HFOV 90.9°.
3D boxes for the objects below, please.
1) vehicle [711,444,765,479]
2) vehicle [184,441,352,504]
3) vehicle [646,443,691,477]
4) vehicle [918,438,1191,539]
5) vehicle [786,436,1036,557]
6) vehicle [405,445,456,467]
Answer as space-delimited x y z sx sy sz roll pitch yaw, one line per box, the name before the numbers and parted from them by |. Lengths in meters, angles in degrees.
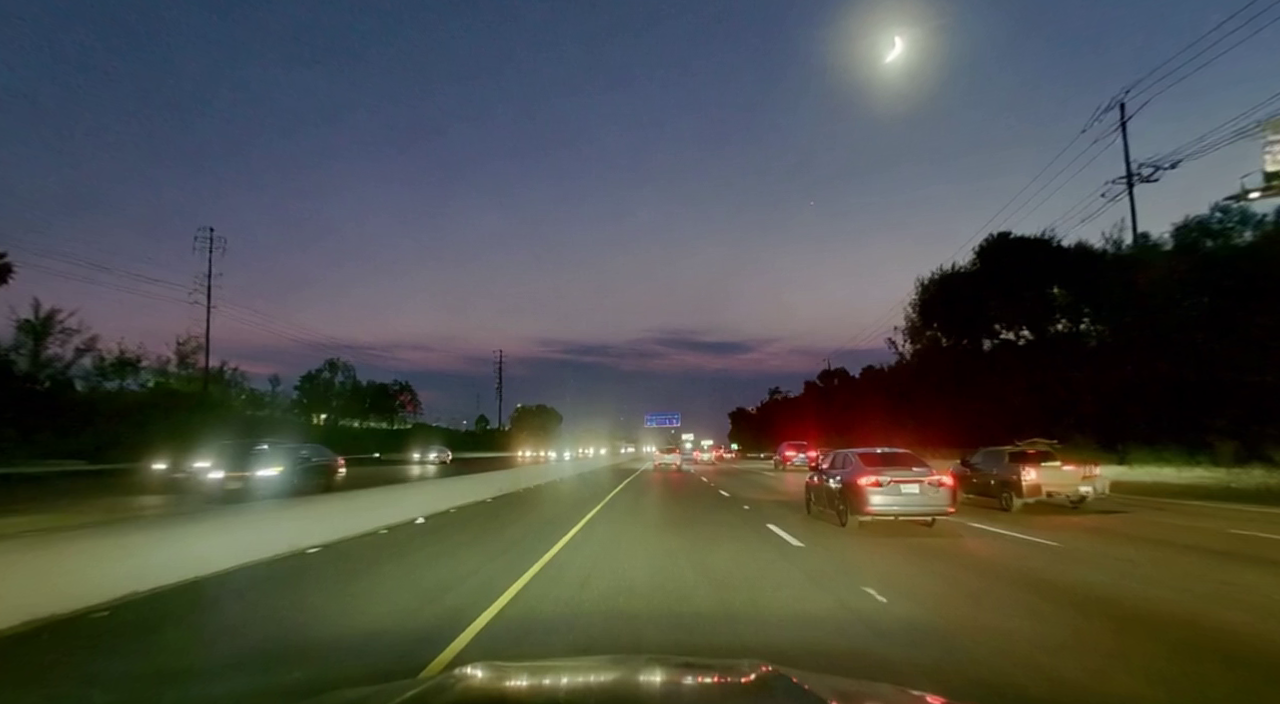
vehicle | 4.460 5.027 29.285 1.936 1.465 4.060 0 -8 2
vehicle | -10.017 3.241 17.452 1.906 1.508 4.232 0 -8 3
vehicle | 1.364 5.239 30.871 2.042 1.581 3.769 0 -8 2
vehicle | 7.170 2.367 11.719 1.937 1.477 4.696 0 -8 1
vehicle | 3.853 2.111 10.032 1.986 1.478 4.429 0 -8 0
vehicle | -15.955 7.928 48.296 2.022 1.618 4.617 -1 -8 3
